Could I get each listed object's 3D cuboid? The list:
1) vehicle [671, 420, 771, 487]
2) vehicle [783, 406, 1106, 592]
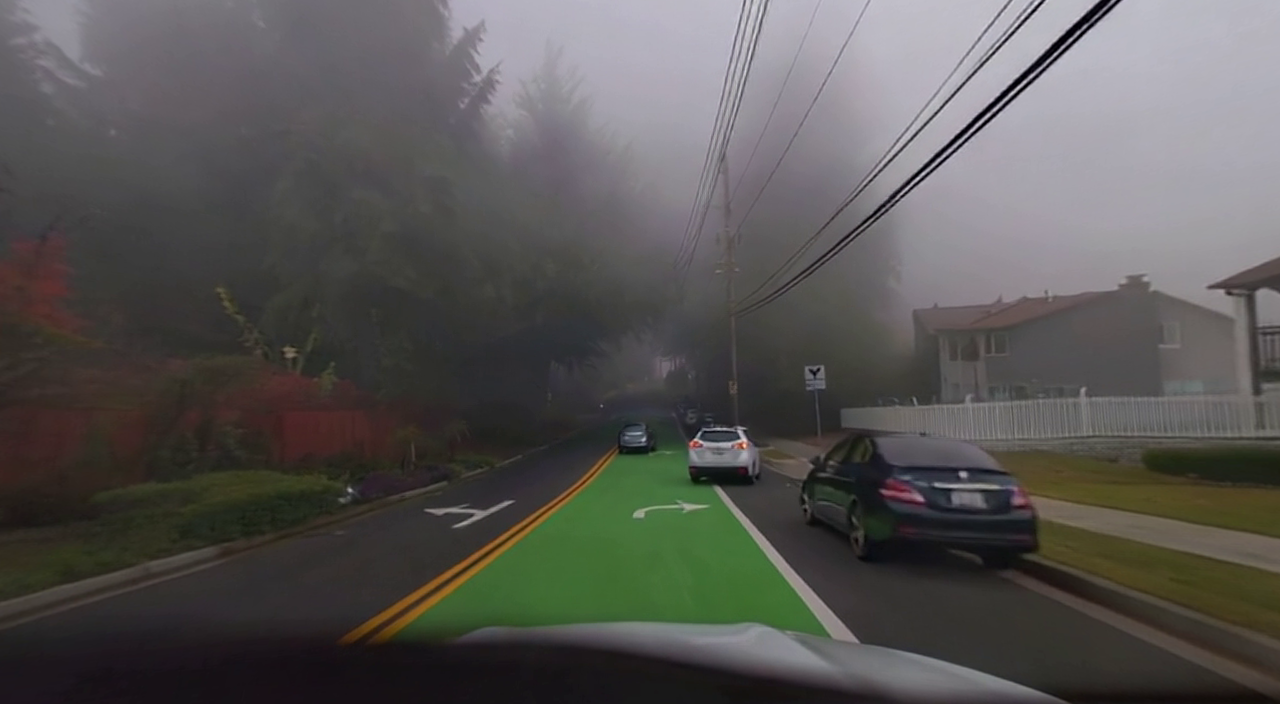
[{"bbox_3d":[2.333,2.653,16.882,2.235,1.500,4.496,0,-8,13],"label":"vehicle"},{"bbox_3d":[3.313,1.670,8.112,1.909,1.694,4.472,0,-8,0],"label":"vehicle"}]
